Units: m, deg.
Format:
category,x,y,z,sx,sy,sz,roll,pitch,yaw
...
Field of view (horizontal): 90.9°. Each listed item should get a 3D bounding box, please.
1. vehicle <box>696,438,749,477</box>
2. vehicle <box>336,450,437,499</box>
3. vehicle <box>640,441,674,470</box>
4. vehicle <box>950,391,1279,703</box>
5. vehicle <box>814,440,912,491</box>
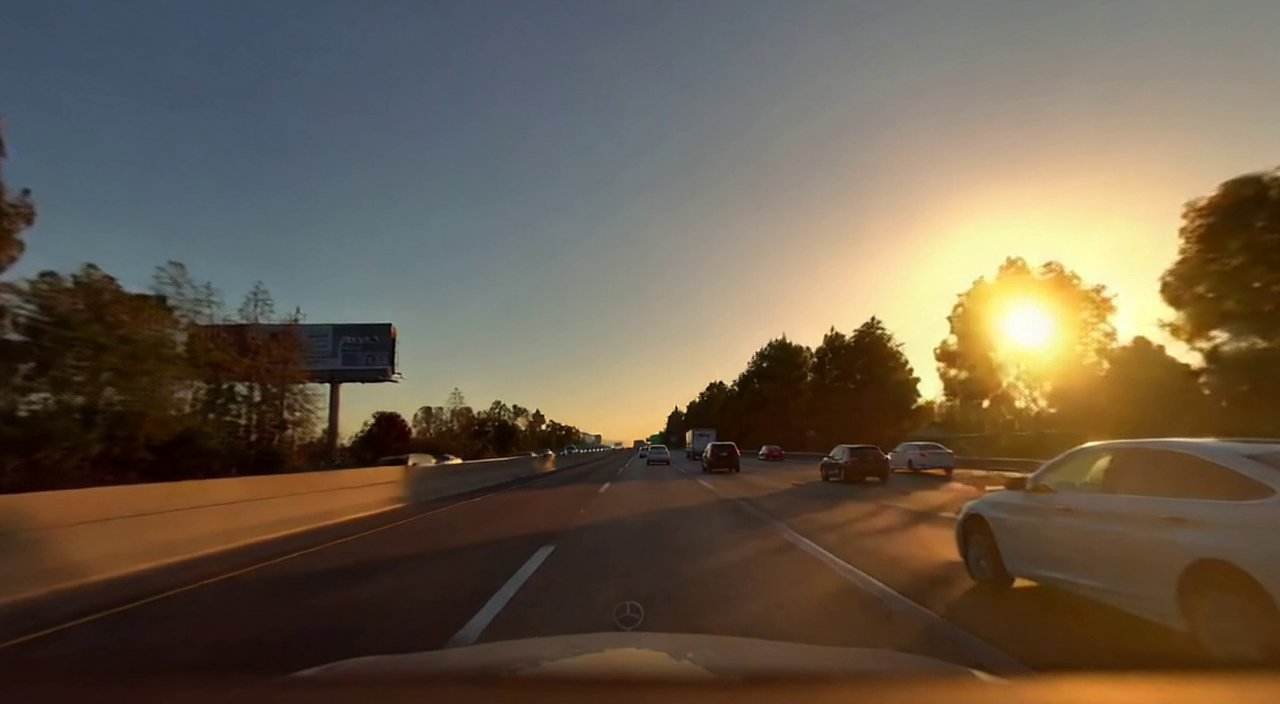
category,x,y,z,sx,sy,sz,roll,pitch,yaw
vehicle,4.215,5.482,33.047,2.075,1.845,4.667,0,-8,-1
vehicle,-9.495,4.589,24.094,1.912,1.610,4.646,-1,-8,1
vehicle,1.089,6.885,42.182,2.145,1.832,4.004,0,-8,0
vehicle,3.896,1.091,3.610,1.989,1.609,4.355,0,-8,0
vehicle,7.619,3.879,22.030,1.807,1.558,4.352,0,-8,0
